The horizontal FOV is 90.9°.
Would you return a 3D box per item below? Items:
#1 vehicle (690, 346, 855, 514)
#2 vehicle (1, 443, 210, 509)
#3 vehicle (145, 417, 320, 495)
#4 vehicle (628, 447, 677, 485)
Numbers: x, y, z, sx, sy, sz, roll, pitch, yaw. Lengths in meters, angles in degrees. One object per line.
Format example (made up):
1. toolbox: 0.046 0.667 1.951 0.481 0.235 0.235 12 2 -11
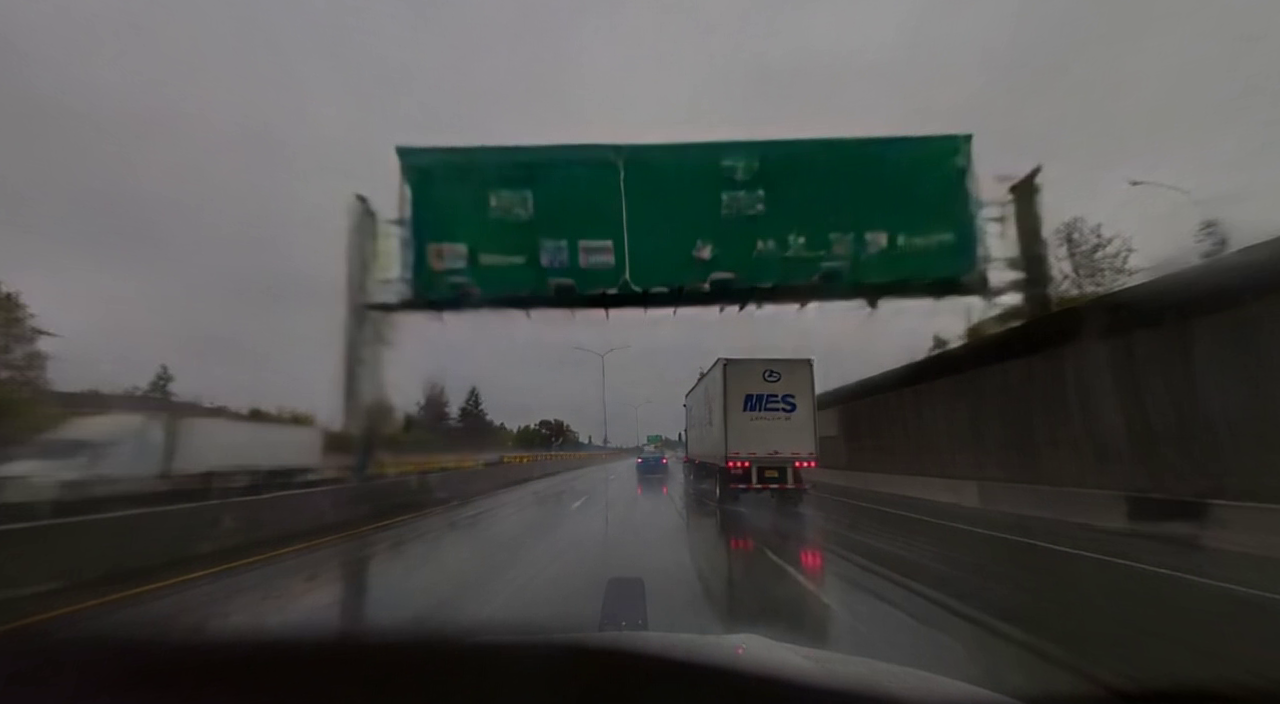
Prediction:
1. vehicle: 3.776 2.957 22.550 3.002 4.104 14.174 0 -9 1
2. vehicle: -17.210 3.983 20.755 2.827 1.881 4.544 0 -9 0
3. vehicle: -17.247 4.491 27.446 2.732 2.908 7.110 0 -9 1
4. vehicle: 0.562 5.312 29.696 2.121 1.642 3.828 0 -9 1
